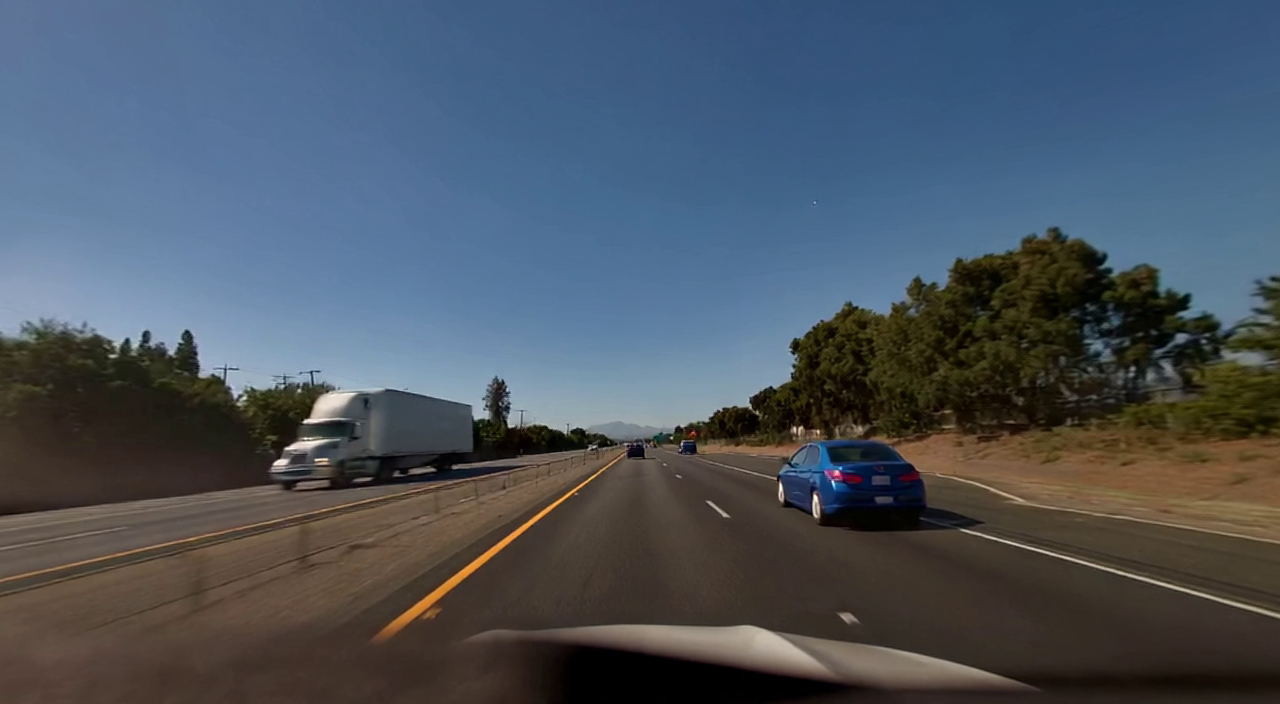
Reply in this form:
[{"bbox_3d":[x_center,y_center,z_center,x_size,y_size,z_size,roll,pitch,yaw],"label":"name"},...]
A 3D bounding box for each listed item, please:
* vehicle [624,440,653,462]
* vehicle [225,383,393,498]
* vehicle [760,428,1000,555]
[{"bbox_3d":[-0.121,7.147,45.527,2.009,1.554,4.013,0,-8,0],"label":"vehicle"},{"bbox_3d":[-11.766,3.233,23.159,2.826,3.642,5.952,0,-8,0],"label":"vehicle"},{"bbox_3d":[3.307,1.988,9.765,1.957,1.496,4.327,0,-8,-1],"label":"vehicle"}]
